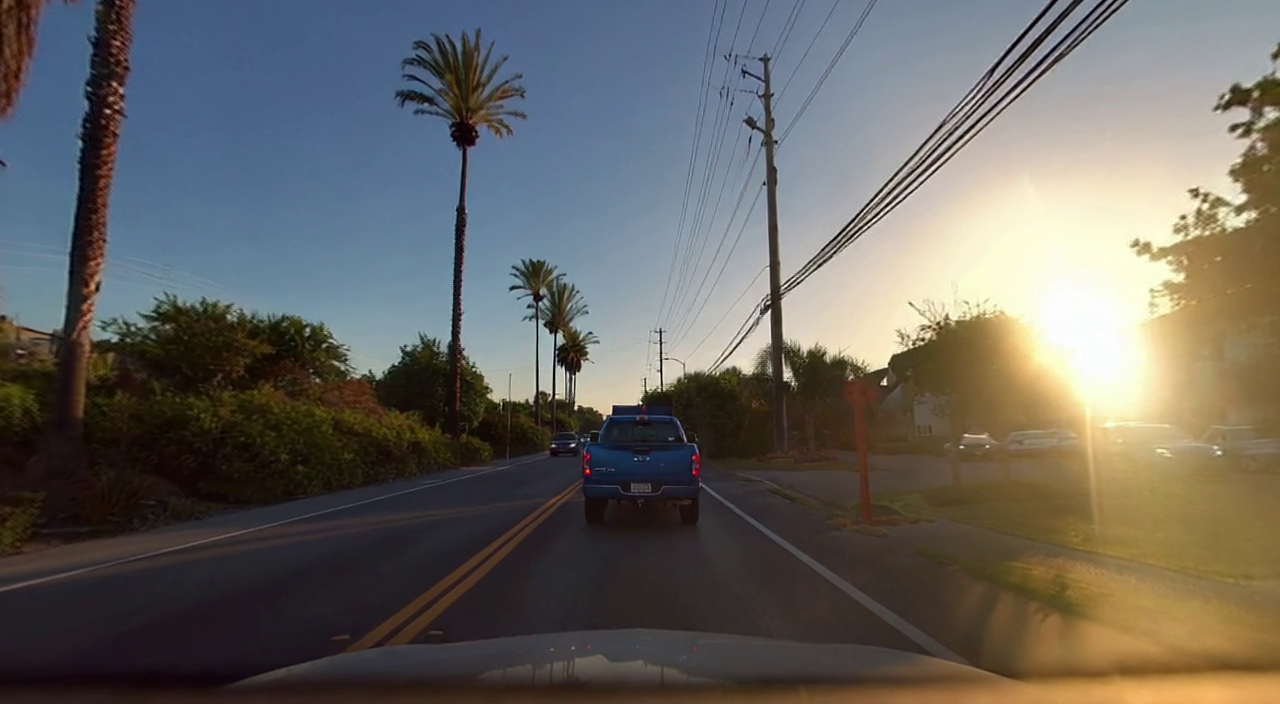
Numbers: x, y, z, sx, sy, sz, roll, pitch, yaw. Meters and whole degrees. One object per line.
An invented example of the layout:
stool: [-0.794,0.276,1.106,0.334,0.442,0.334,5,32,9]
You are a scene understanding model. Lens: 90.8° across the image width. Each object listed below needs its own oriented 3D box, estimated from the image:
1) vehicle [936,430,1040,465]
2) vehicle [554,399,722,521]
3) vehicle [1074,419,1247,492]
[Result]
vehicle: [20.370,5.662,37.480,2.277,1.836,6.267,0,-9,-4]
vehicle: [-0.021,2.276,13.754,2.848,2.047,5.885,0,-8,0]
vehicle: [16.115,3.245,20.127,2.338,1.917,6.076,-3,-9,21]
